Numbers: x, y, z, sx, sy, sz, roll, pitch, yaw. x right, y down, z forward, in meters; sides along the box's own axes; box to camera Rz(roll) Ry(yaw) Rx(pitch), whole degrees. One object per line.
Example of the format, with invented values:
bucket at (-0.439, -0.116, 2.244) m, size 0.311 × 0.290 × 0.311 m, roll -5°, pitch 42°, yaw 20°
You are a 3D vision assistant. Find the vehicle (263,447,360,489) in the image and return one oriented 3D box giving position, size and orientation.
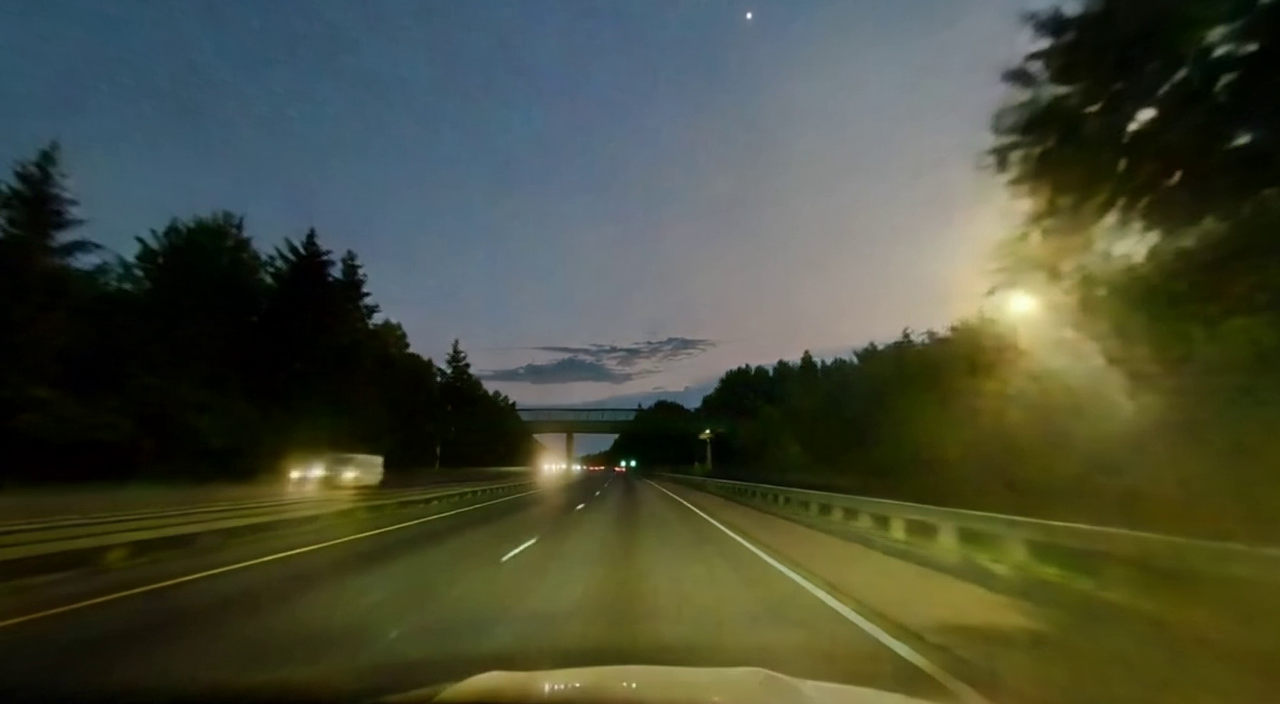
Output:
vehicle at (-13.292, 4.749, 25.759) m, size 1.815 × 1.537 × 3.842 m, roll 1°, pitch -11°, yaw 0°
